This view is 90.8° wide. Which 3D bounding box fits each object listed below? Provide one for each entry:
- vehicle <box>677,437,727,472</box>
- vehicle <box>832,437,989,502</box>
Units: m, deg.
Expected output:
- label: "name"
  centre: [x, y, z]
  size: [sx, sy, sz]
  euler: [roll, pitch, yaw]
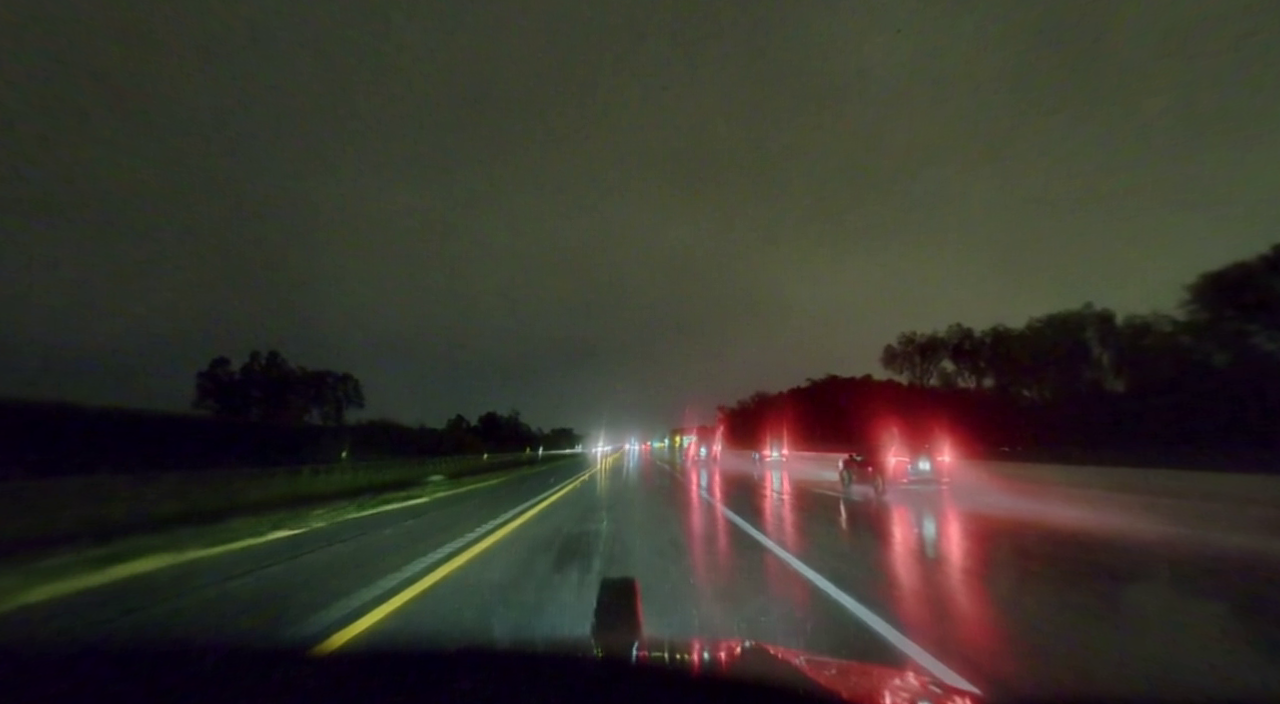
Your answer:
- label: "vehicle"
  centre: [3.375, 5.702, 35.322]
  size: [2.141, 1.785, 4.778]
  euler: [0, -8, -2]
- label: "vehicle"
  centre: [7.141, 3.138, 17.408]
  size: [2.046, 1.509, 4.929]
  euler: [0, -8, -2]
